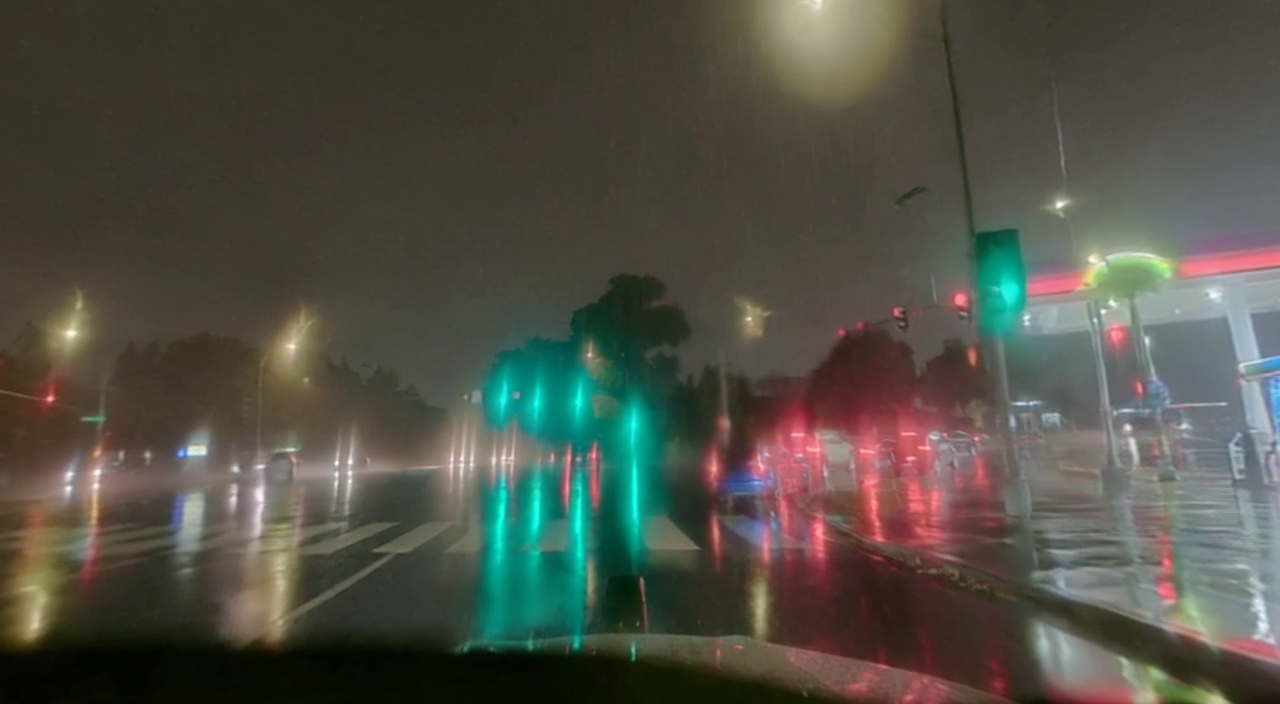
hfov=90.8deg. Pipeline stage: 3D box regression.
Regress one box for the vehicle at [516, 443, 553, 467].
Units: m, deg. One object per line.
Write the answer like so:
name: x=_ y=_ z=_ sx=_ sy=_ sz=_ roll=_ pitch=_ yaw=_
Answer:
vehicle: x=-7.051 y=6.878 z=42.484 sx=2.003 sy=1.492 sz=4.291 roll=0 pitch=-8 yaw=-4

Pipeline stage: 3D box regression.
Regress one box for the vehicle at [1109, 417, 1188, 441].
vehicle: x=34.991 y=5.330 z=43.513 sx=3.923 sy=1.619 sz=1.817 roll=1 pitch=-8 yaw=-5

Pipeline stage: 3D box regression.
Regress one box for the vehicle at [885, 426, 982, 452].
vehicle: x=16.738 y=4.974 z=36.162 sx=4.700 sy=1.417 sz=1.789 roll=0 pitch=-8 yaw=-4

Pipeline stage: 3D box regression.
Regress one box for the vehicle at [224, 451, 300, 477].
vehicle: x=-25.730 y=7.625 z=43.211 sx=2.376 sy=1.616 sz=4.587 roll=0 pitch=-9 yaw=-1

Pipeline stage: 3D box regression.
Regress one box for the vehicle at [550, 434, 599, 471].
vehicle: x=-3.196 y=4.971 z=31.460 sx=2.210 sy=1.722 sz=4.215 roll=0 pitch=-8 yaw=-4

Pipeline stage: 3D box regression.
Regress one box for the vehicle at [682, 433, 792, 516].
vehicle: x=2.248 y=2.548 z=13.721 sx=1.976 sy=1.462 sz=4.342 roll=-2 pitch=-9 yaw=13

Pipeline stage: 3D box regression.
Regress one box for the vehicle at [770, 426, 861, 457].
vehicle: x=9.898 y=5.058 z=35.773 sx=4.524 sy=1.681 sz=1.823 roll=1 pitch=-9 yaw=-6
